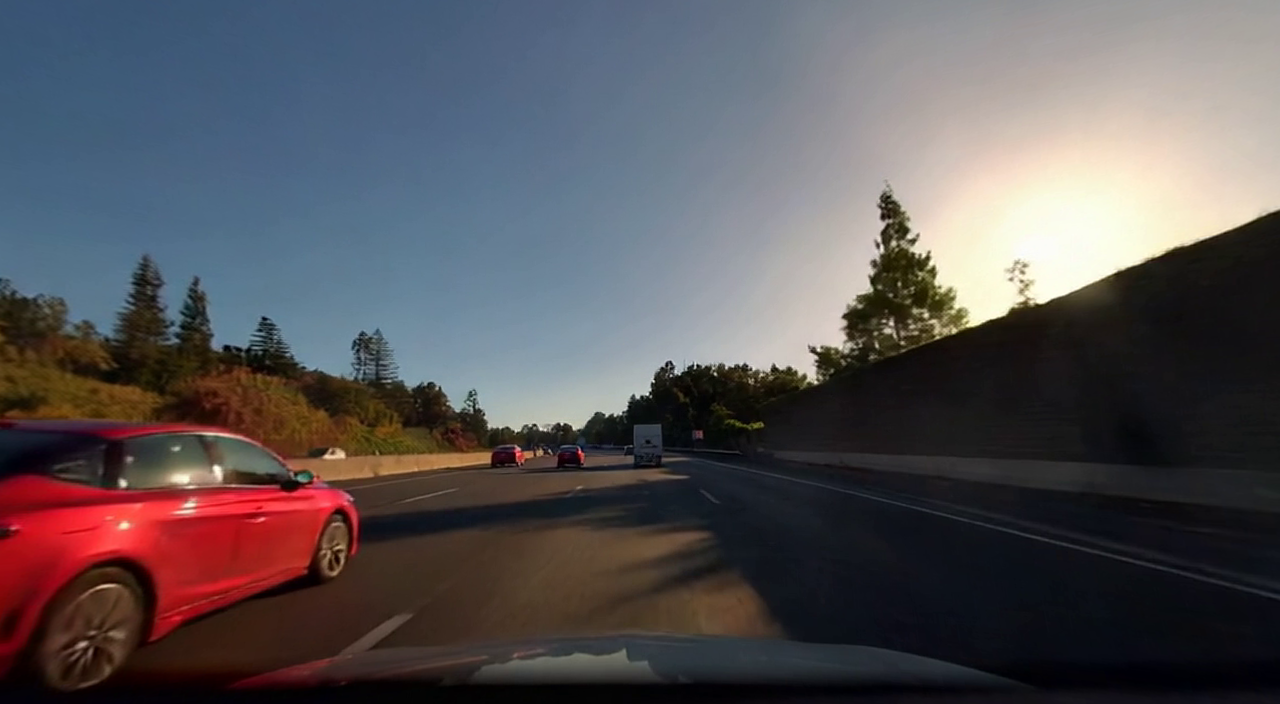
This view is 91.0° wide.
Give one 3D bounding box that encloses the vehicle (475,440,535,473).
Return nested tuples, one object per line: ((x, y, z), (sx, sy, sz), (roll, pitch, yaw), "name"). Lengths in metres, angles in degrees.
((-7.301, 5.682, 34.506), (2.189, 1.673, 4.699), (0, -9, 1), "vehicle")

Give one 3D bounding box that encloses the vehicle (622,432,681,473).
((0.539, 5.271, 33.174), (2.856, 1.994, 4.931), (0, -9, 0), "vehicle")

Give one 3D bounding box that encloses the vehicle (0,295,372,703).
((-4.351, 0.920, 4.373), (2.368, 2.003, 5.844), (0, -9, 0), "vehicle")

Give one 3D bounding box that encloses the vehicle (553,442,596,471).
((-3.662, 5.955, 36.036), (2.000, 1.512, 4.371), (0, -9, 0), "vehicle")
